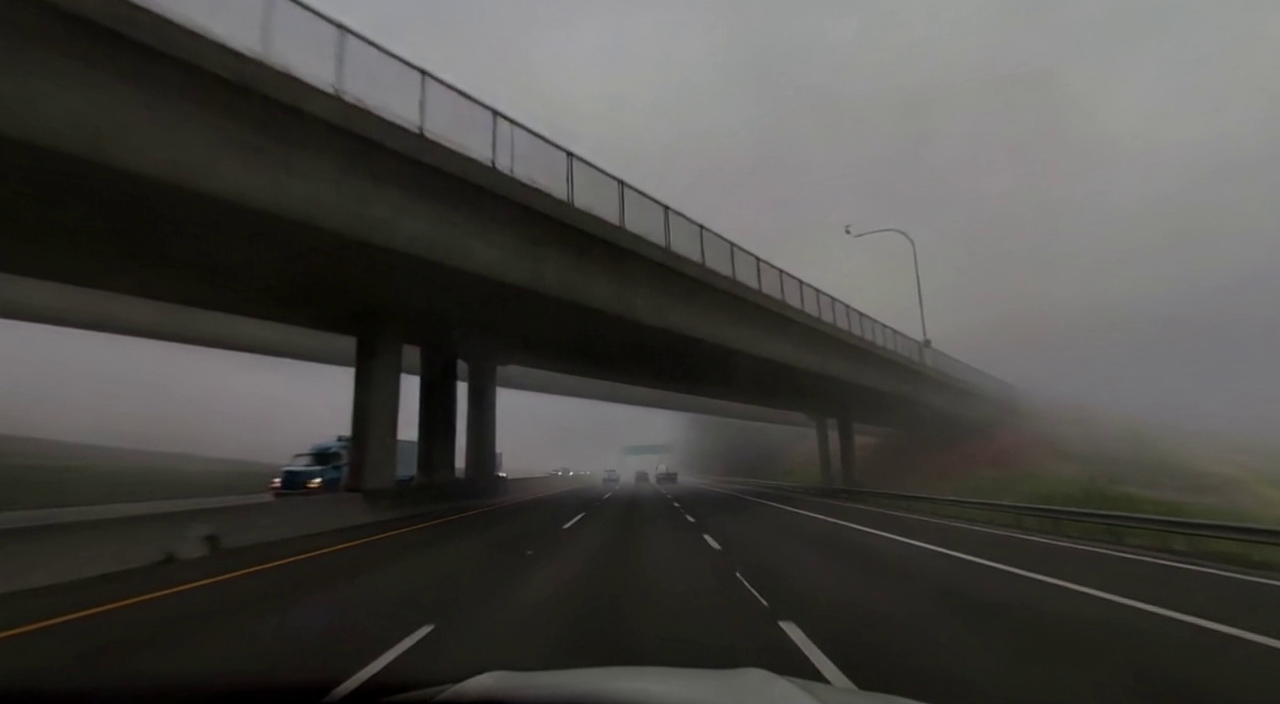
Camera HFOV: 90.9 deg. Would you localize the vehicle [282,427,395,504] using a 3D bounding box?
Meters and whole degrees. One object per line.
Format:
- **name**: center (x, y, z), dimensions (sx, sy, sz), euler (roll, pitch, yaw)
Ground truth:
- **vehicle**: center (-19.393, 7.467, 41.341), dimensions (3.253, 4.467, 7.826), euler (1, -10, 1)
